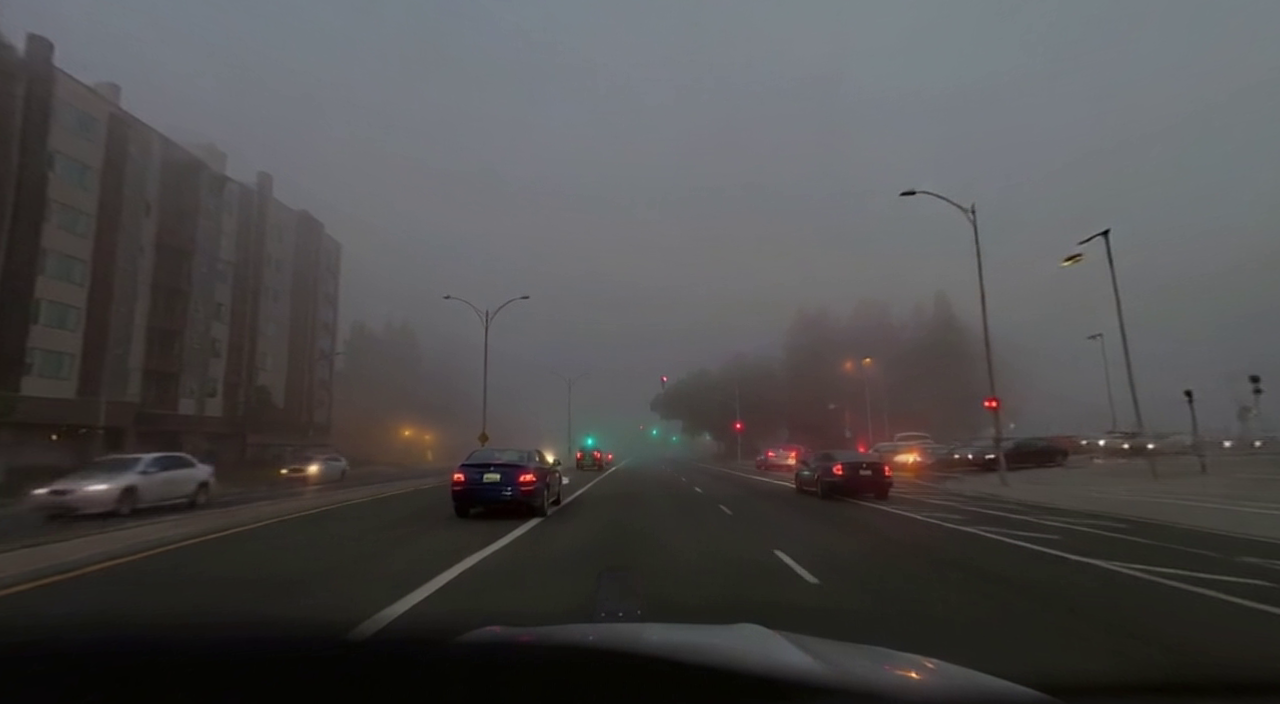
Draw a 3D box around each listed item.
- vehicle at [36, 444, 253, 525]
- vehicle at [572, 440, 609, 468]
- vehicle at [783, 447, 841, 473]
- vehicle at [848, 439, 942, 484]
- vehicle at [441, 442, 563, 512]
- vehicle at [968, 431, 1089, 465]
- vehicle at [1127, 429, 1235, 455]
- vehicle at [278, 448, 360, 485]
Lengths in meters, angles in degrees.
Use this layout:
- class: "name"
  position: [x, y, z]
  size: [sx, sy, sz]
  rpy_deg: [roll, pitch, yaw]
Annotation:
- class: "vehicle"
  position: [-10.694, 2.832, 14.052]
  size: [1.867, 1.524, 3.654]
  rpy_deg: [0, -8, -2]
- class: "vehicle"
  position: [-3.404, 7.176, 44.643]
  size: [2.220, 1.888, 4.904]
  rpy_deg: [0, -8, 0]
- class: "vehicle"
  position: [10.236, 6.455, 37.947]
  size: [2.045, 1.418, 4.869]
  rpy_deg: [0, -8, -1]
- class: "vehicle"
  position: [10.377, 4.488, 26.148]
  size: [1.975, 1.677, 4.400]
  rpy_deg: [0, -8, -1]
- class: "vehicle"
  position: [-3.185, 2.975, 15.578]
  size: [2.144, 1.447, 4.421]
  rpy_deg: [0, -8, -2]
- class: "vehicle"
  position: [18.453, 4.593, 30.154]
  size: [4.416, 1.519, 1.988]
  rpy_deg: [-1, -9, 2]
- class: "vehicle"
  position: [34.689, 5.779, 40.644]
  size: [4.771, 1.577, 2.205]
  rpy_deg: [-1, -8, 3]
- class: "vehicle"
  position: [-15.003, 5.357, 29.807]
  size: [1.854, 1.586, 4.043]
  rpy_deg: [0, -8, -2]
